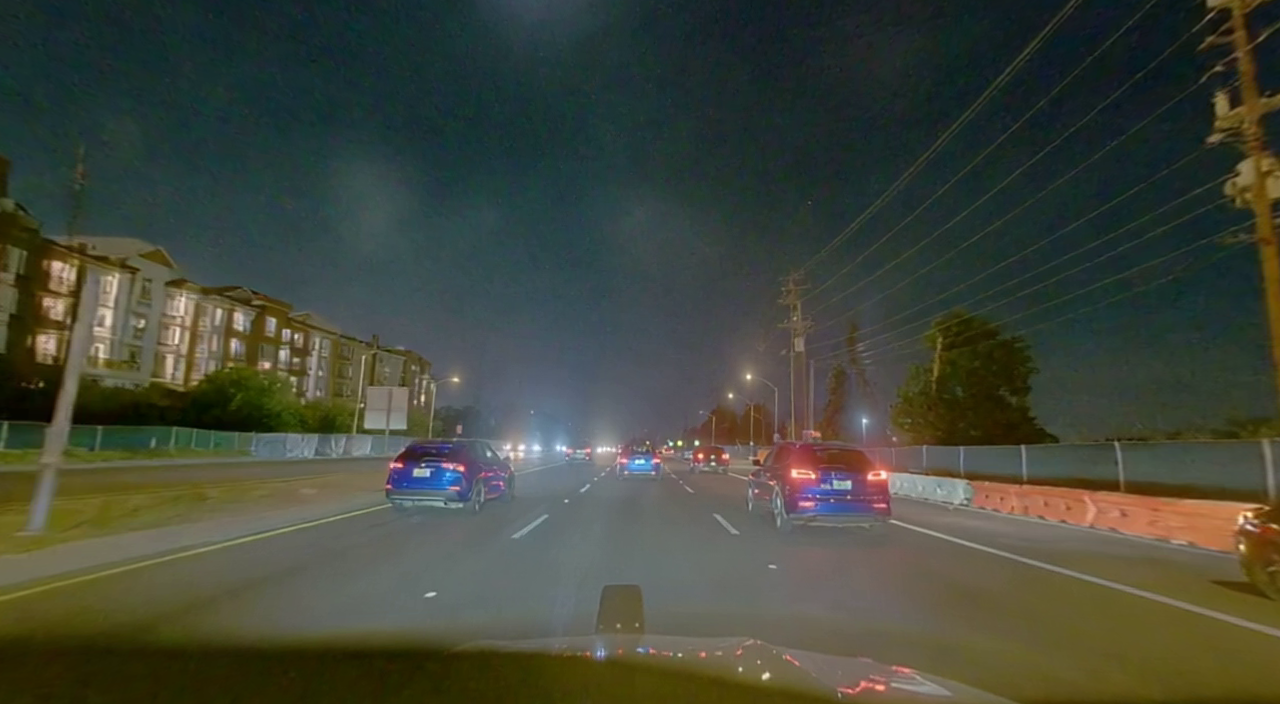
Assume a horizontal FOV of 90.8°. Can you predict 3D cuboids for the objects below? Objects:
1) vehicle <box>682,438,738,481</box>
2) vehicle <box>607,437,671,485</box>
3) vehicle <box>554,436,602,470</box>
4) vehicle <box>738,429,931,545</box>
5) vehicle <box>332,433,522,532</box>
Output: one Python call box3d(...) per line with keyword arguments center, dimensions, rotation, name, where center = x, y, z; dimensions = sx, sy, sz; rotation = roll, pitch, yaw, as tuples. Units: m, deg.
box3d(center=(3.143, 4.900, 29.127), dimensions=(2.029, 1.797, 4.218), rotation=(0, -8, -1), name="vehicle")
box3d(center=(-0.020, 4.235, 24.950), dimensions=(2.291, 1.714, 4.217), rotation=(0, -8, 0), name="vehicle")
box3d(center=(-3.445, 5.773, 36.201), dimensions=(2.190, 1.832, 4.417), rotation=(0, -8, 1), name="vehicle")
box3d(center=(3.023, 2.177, 10.846), dimensions=(1.975, 1.598, 4.025), rotation=(0, -8, -1), name="vehicle")
box3d(center=(-3.625, 2.282, 11.708), dimensions=(1.968, 1.473, 4.209), rotation=(0, -8, 1), name="vehicle")
